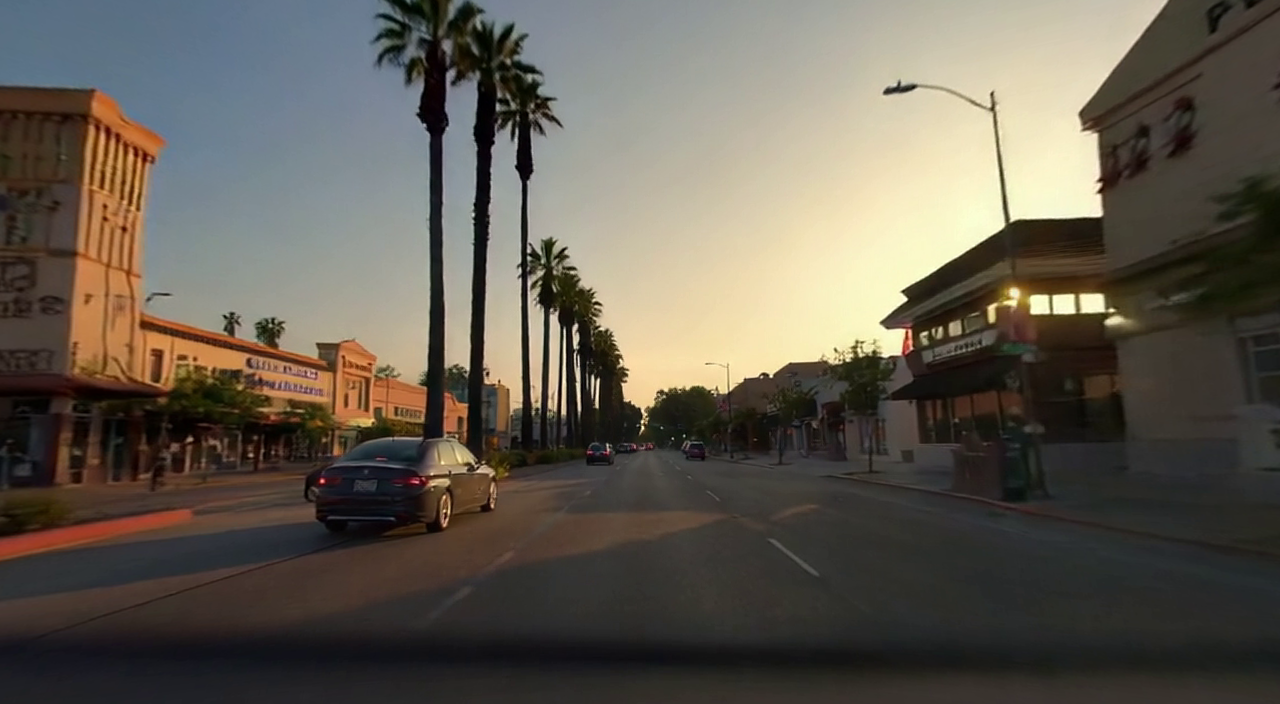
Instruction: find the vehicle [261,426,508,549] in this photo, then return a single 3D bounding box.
[{"bbox_3d":[-3.655,2.021,10.110,2.032,1.511,4.424,0,-8,1],"label":"vehicle"}]
